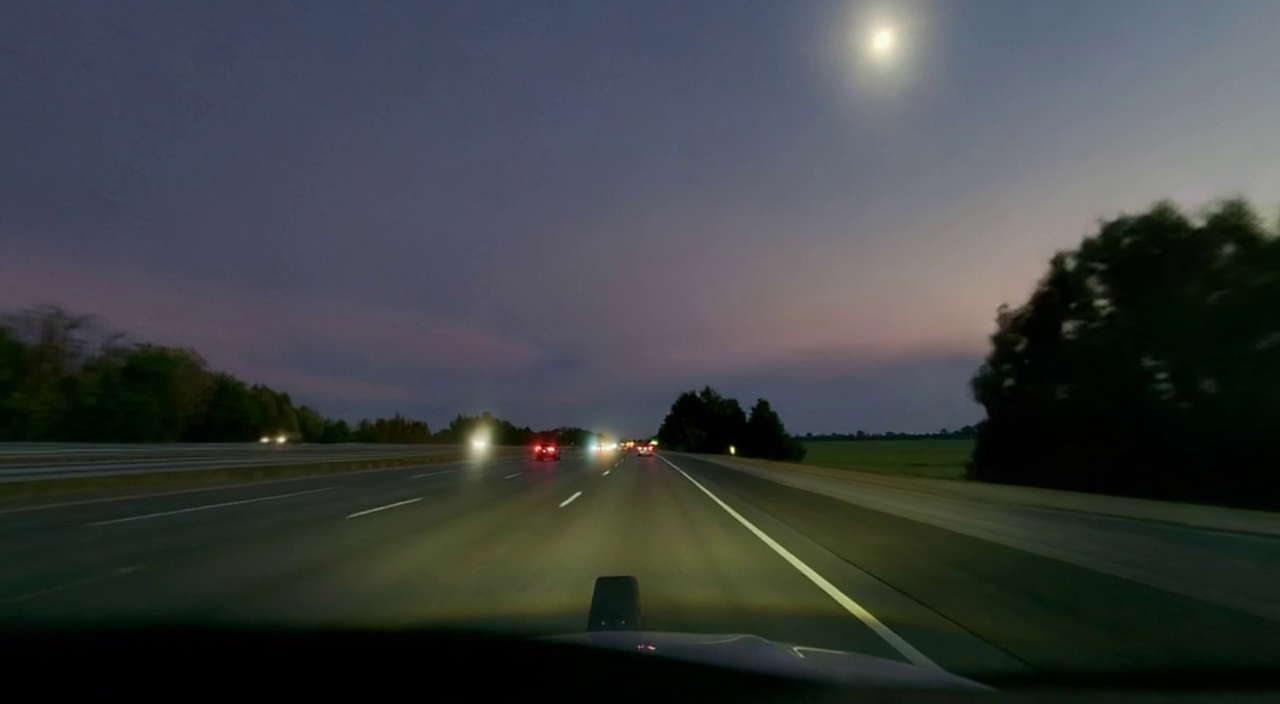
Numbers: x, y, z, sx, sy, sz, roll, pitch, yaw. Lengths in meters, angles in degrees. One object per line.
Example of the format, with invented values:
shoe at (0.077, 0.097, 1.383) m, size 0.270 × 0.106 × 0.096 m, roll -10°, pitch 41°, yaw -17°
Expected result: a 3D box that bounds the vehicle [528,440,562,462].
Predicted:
vehicle at (-7.240, 7.575, 48.468) m, size 1.972 × 1.603 × 3.891 m, roll 0°, pitch -8°, yaw 1°
